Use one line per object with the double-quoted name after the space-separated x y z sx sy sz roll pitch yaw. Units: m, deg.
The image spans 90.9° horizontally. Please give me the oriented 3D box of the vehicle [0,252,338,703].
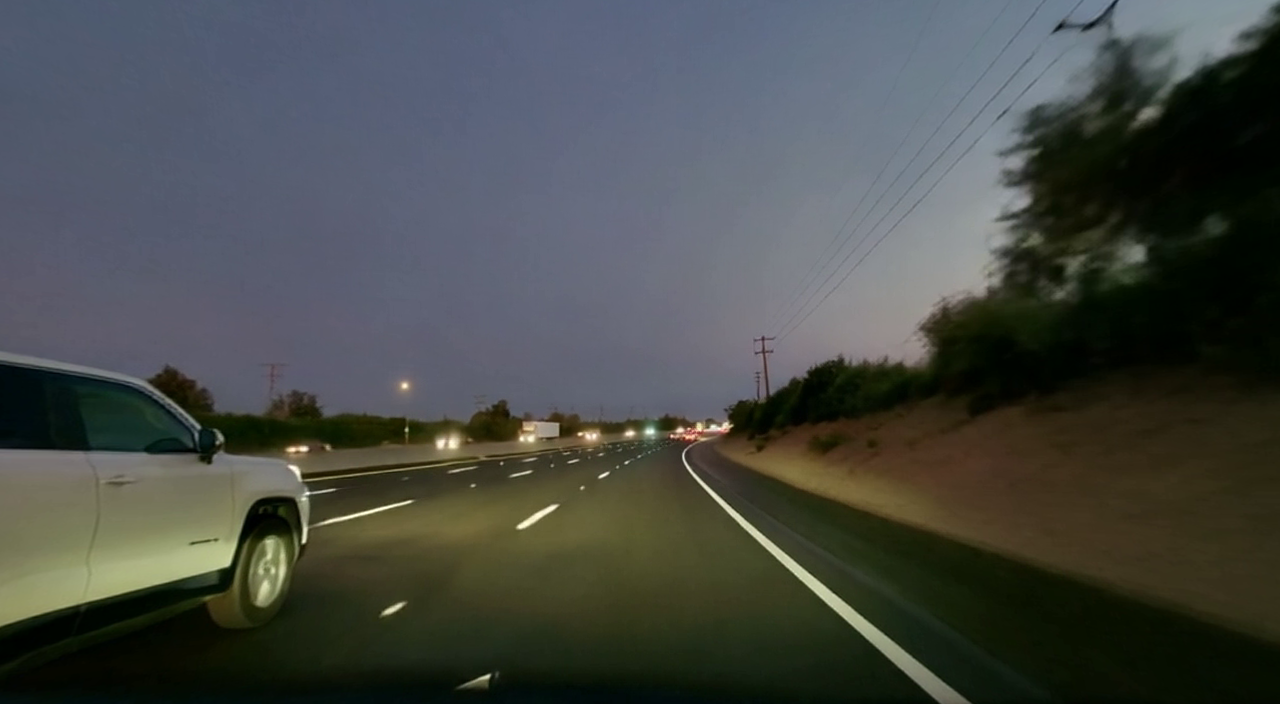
-3.437 0.615 2.259 2.136 1.975 5.037 0 -8 1 "vehicle"
